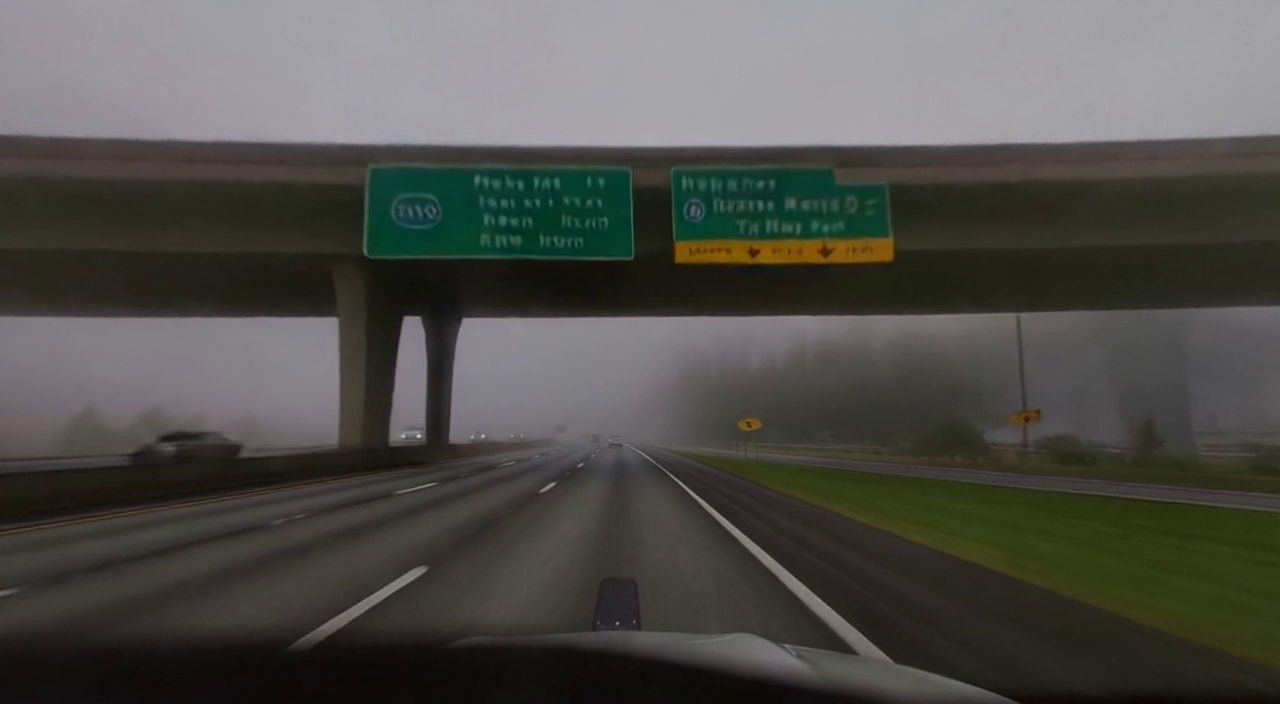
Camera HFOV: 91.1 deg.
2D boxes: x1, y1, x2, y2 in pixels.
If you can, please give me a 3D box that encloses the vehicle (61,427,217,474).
[{"bbox_3d":[-17.574,3.467,22.418,1.995,1.476,4.462,0,-8,-2],"label":"vehicle"}]
